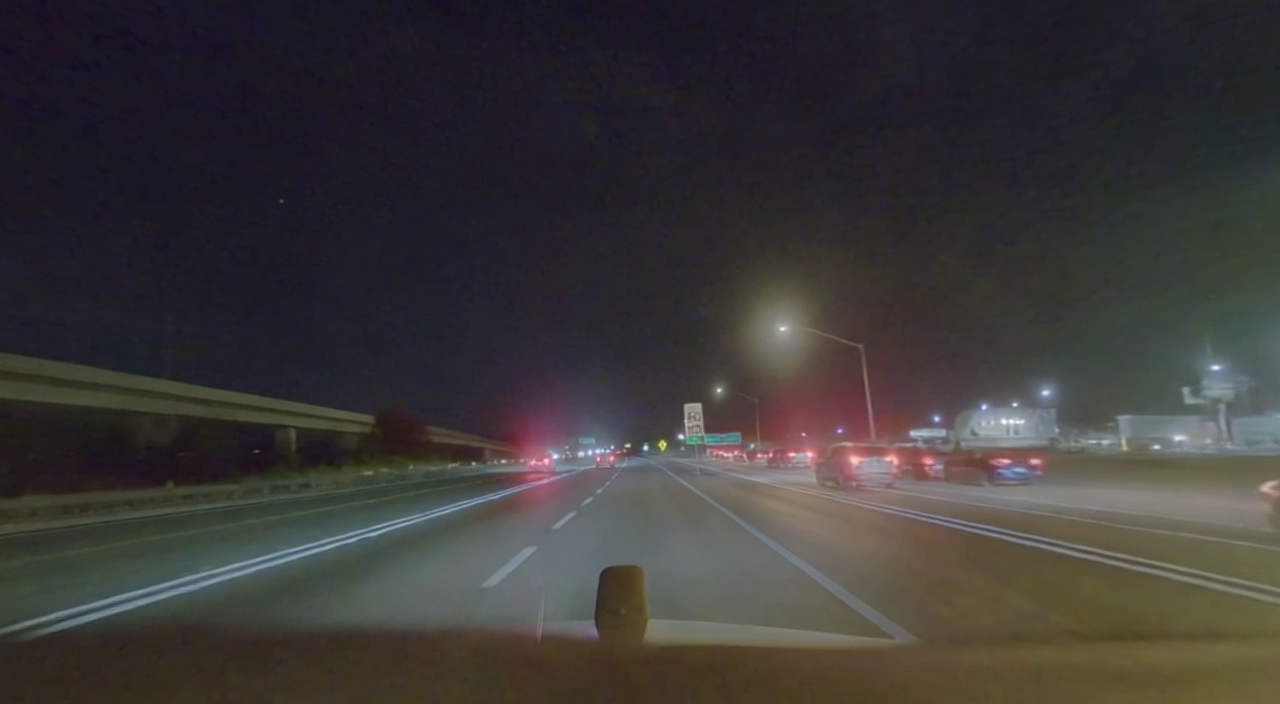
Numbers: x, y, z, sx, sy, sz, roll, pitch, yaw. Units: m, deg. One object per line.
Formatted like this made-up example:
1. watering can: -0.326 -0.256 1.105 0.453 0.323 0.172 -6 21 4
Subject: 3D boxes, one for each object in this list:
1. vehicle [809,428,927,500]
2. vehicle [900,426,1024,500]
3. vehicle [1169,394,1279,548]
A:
1. vehicle: 12.787 6.412 36.799 2.941 3.578 10.624 0 -9 0
2. vehicle: 18.374 6.375 36.875 2.698 3.744 8.974 0 -9 2
3. vehicle: 15.889 2.423 12.524 2.635 3.459 9.104 0 -9 -1
